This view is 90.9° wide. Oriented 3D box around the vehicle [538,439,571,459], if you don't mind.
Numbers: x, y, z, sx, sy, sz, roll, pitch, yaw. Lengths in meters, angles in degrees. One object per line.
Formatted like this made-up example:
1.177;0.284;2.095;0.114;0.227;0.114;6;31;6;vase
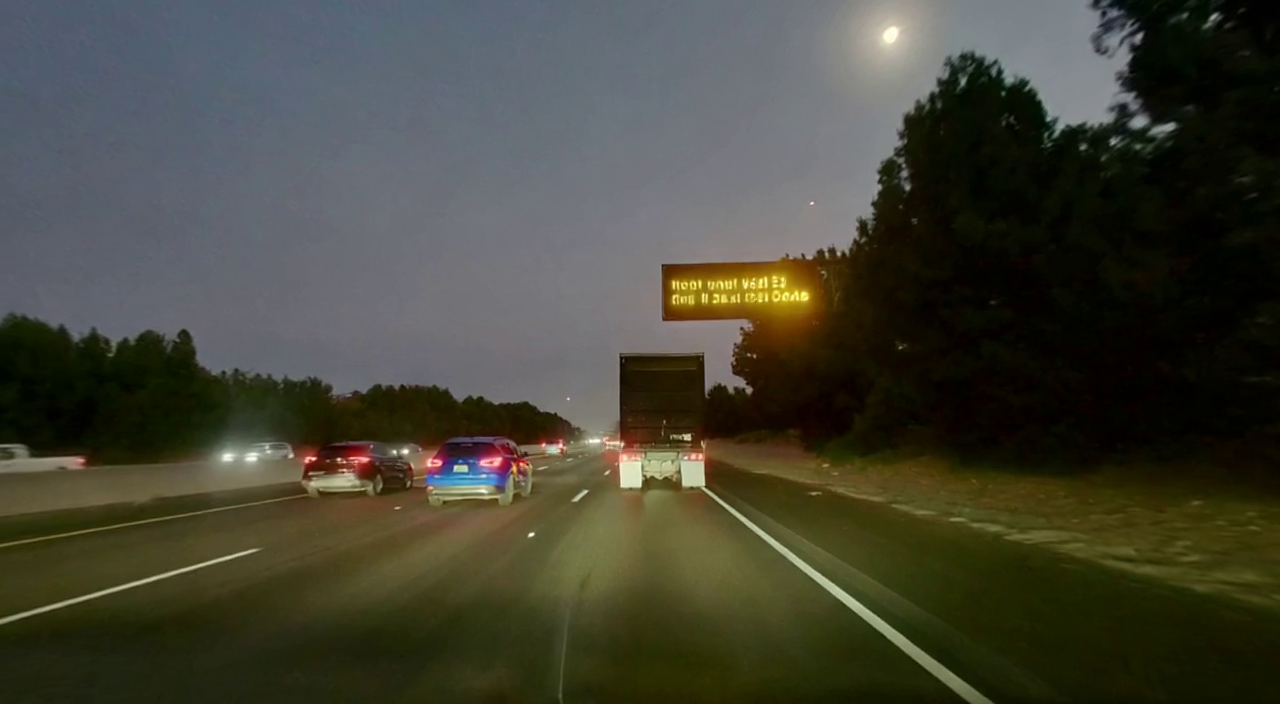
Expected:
-6.539;7.471;48.535;1.882;1.451;4.416;0;-8;1;vehicle

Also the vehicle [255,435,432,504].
-7.287;2.928;16.229;2.063;1.480;4.842;0;-8;2;vehicle

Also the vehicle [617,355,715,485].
0.782;2.779;24.040;2.870;3.841;10.653;0;-8;0;vehicle

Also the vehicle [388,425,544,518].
-3.488;2.485;13.630;2.077;1.671;4.249;0;-8;1;vehicle
